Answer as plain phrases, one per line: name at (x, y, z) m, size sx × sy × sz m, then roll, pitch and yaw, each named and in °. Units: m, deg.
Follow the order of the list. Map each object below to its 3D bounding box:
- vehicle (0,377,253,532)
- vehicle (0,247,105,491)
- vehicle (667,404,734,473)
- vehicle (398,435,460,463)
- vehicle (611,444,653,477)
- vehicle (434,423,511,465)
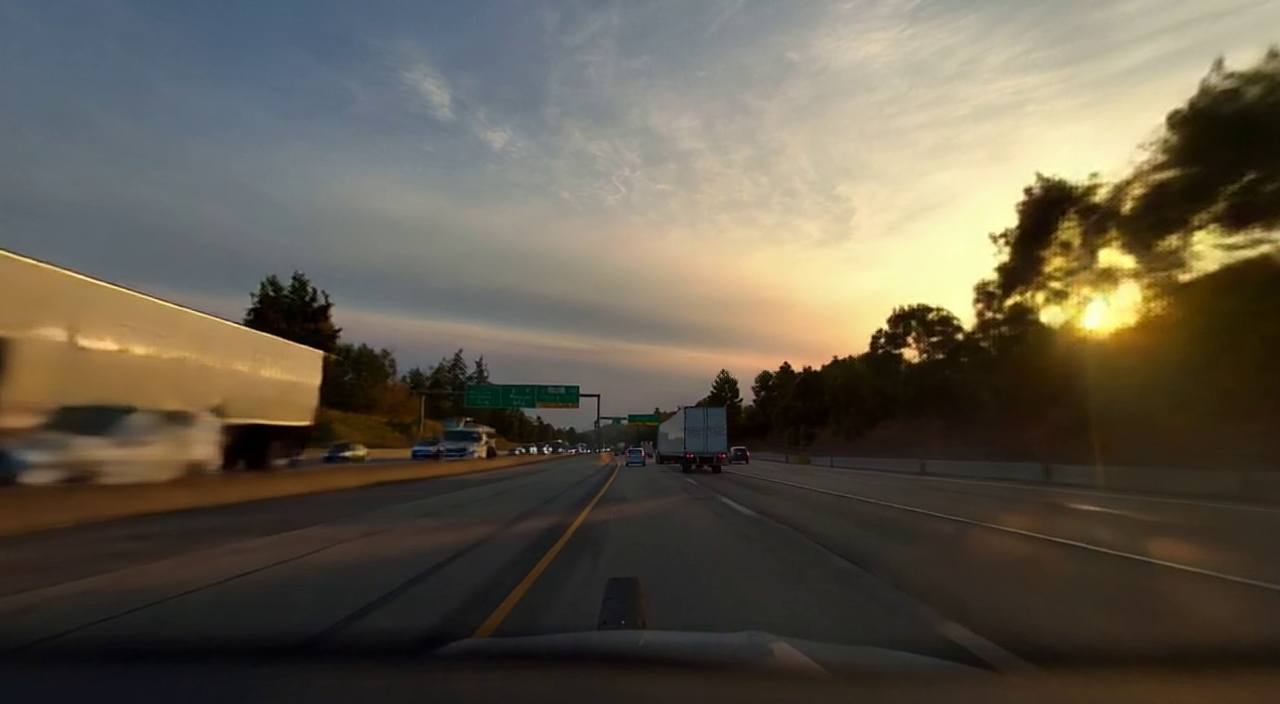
vehicle at (-7.212, 1.190, 7.353) m, size 1.993 × 1.486 × 5.318 m, roll 0°, pitch -9°, yaw 0°
vehicle at (-11.731, -0.257, 6.622) m, size 2.937 × 3.843 × 10.296 m, roll 0°, pitch -9°, yaw 1°
vehicle at (3.837, 6.106, 43.701) m, size 2.931 × 4.009 × 12.800 m, roll 0°, pitch -9°, yaw -2°
vehicle at (-11.844, 5.488, 35.689) m, size 1.979 × 1.491 × 4.502 m, roll 0°, pitch -9°, yaw -1°
vehicle at (-0.443, 5.786, 33.752) m, size 2.111 × 1.599 × 3.859 m, roll 0°, pitch -9°, yaw -1°
vehicle at (-7.576, 4.279, 29.103) m, size 2.099 × 1.725 × 5.303 m, roll 0°, pitch -9°, yaw 0°
